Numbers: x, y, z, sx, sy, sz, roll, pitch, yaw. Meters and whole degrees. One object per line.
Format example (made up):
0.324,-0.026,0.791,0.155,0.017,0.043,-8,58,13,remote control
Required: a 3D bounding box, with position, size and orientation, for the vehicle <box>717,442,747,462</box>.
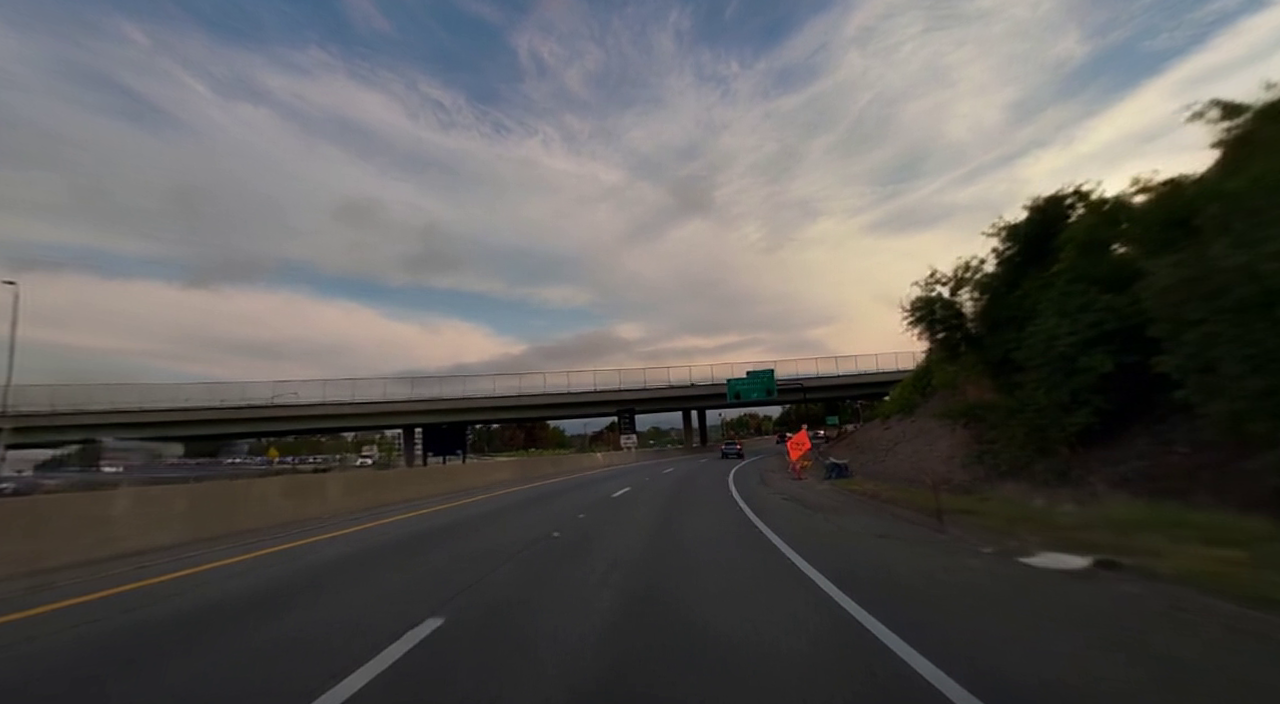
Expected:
7.335,7.904,49.947,1.985,1.511,4.012,-2,-9,13,vehicle
